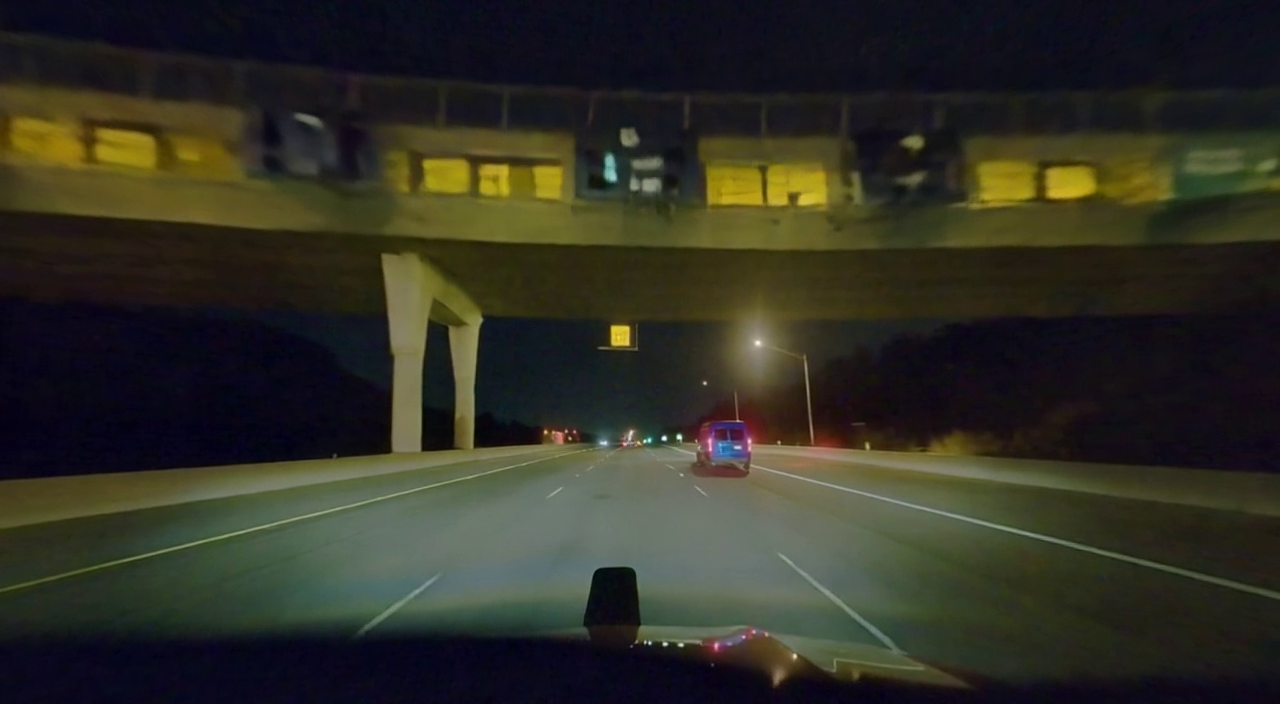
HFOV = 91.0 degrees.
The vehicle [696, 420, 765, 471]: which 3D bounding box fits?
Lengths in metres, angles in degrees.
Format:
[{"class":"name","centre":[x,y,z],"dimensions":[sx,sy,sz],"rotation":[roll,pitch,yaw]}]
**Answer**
[{"class":"vehicle","centre":[3.772,4.018,27.211],"dimensions":[2.161,2.002,4.631],"rotation":[0,-8,-2]}]
